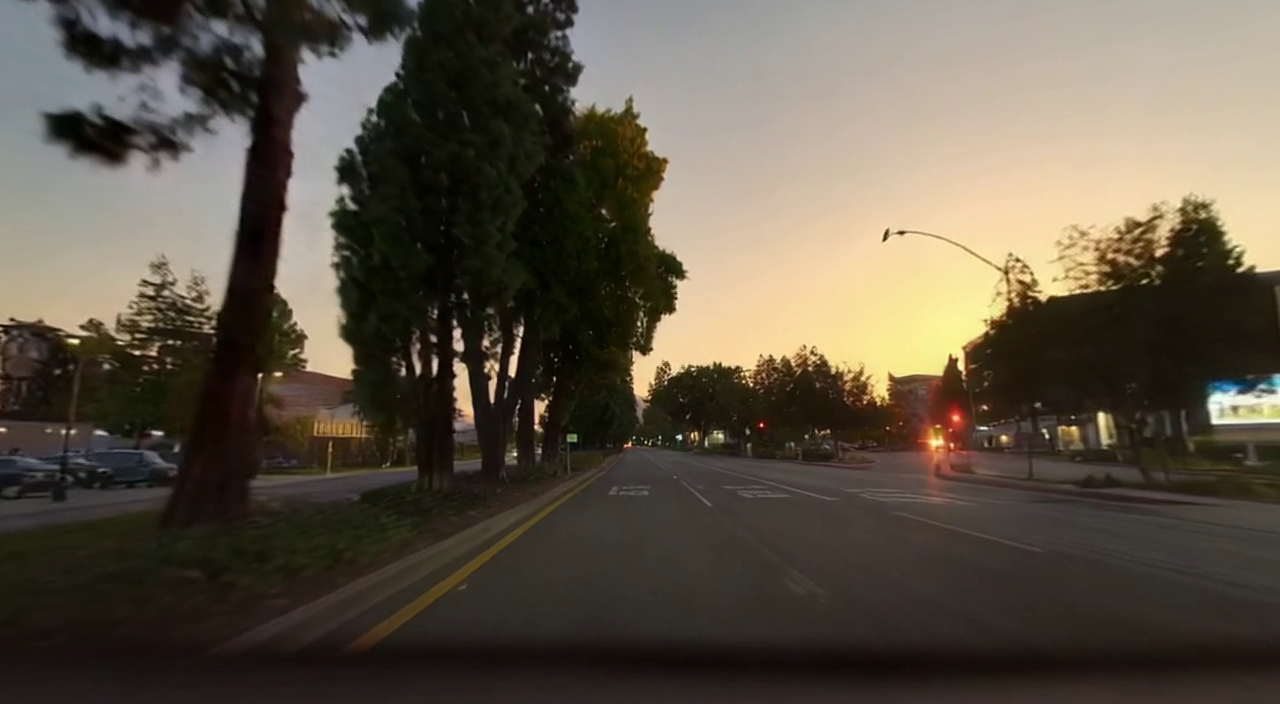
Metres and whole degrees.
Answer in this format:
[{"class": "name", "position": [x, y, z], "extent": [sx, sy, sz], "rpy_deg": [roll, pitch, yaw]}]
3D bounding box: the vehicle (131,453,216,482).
[{"class": "vehicle", "position": [-31.337, 7.752, 42.642], "extent": [1.947, 1.751, 4.926], "rpy_deg": [0, -8, 0]}]

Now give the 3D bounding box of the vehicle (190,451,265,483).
[{"class": "vehicle", "position": [-28.186, 7.875, 43.379], "extent": [2.019, 1.934, 5.018], "rpy_deg": [-2, -10, -3]}]

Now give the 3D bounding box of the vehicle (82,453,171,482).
[{"class": "vehicle", "position": [-34.559, 7.782, 42.735], "extent": [2.051, 1.757, 4.689], "rpy_deg": [0, -9, 0]}]

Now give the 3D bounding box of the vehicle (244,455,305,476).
[{"class": "vehicle", "position": [-28.205, 8.747, 48.917], "extent": [1.852, 1.482, 4.823], "rpy_deg": [0, -9, 0]}]
